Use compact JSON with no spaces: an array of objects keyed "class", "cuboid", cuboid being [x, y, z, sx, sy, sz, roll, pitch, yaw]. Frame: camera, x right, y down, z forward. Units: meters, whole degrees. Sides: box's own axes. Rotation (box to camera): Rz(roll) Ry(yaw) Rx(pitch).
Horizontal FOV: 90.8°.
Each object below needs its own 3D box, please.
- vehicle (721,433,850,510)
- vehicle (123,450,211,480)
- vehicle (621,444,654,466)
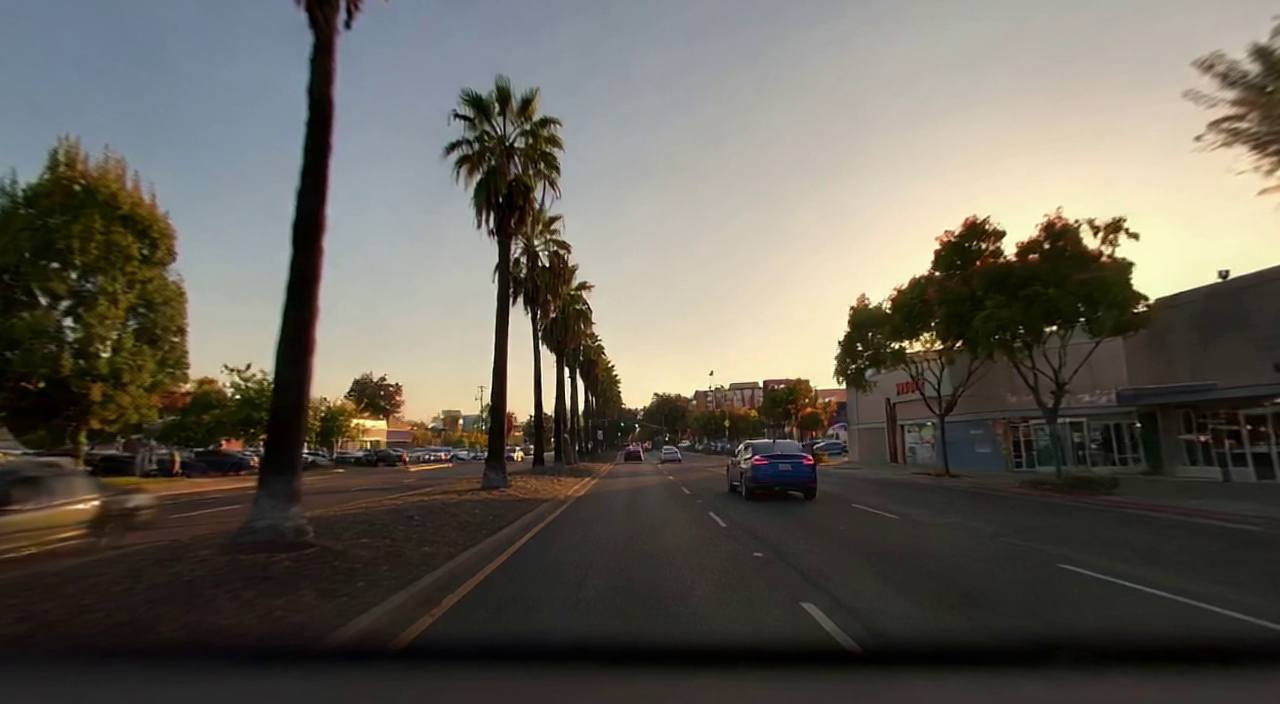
[{"class":"vehicle","cuboid":[3.234,2.749,15.022,1.889,1.541,4.303,0,-9,-2]},{"class":"vehicle","cuboid":[-32.587,7.748,43.562,4.634,1.870,2.177,7,-11,-39]},{"class":"vehicle","cuboid":[-0.246,7.325,45.232,2.258,1.468,4.076,0,-8,-2]}]
